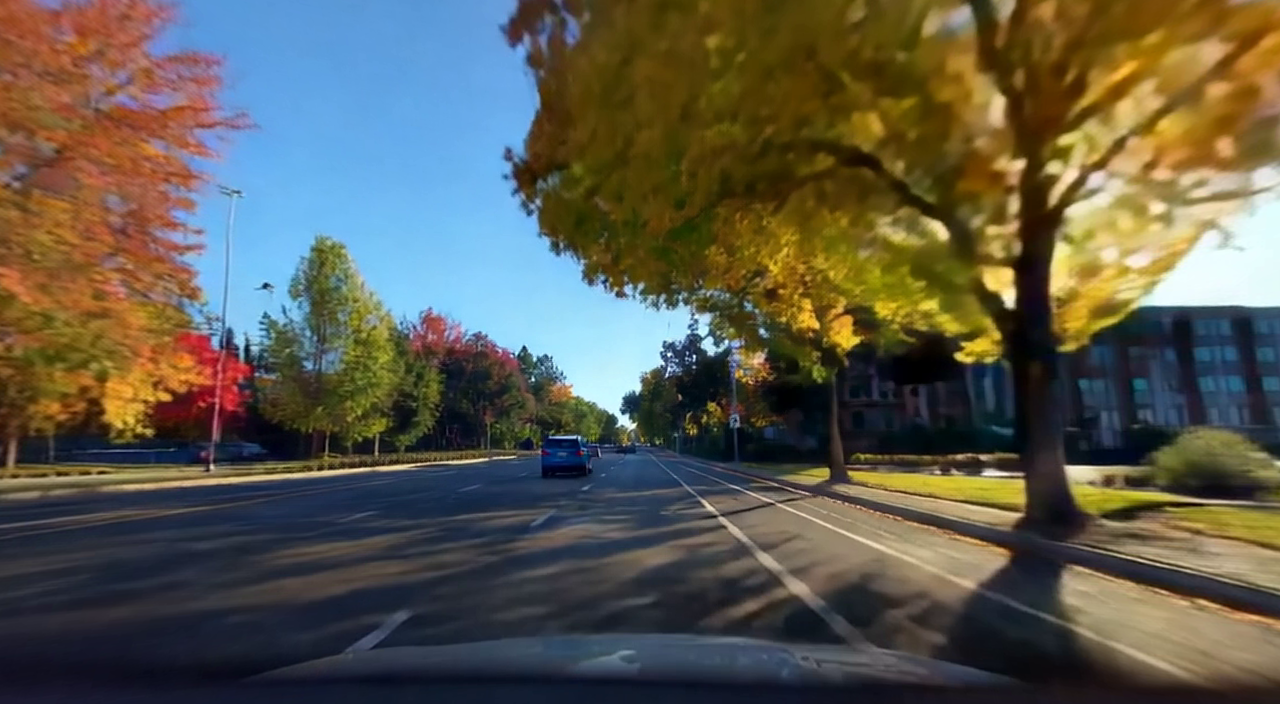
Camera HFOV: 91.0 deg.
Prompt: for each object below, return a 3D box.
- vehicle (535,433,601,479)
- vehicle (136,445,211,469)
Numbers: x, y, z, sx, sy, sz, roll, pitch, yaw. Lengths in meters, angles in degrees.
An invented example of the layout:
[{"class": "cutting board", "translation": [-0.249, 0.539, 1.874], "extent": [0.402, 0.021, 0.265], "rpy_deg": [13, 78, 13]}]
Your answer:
[{"class": "vehicle", "translation": [-2.994, 4.458, 27.077], "extent": [2.112, 1.779, 4.489], "rpy_deg": [0, -9, 2]}, {"class": "vehicle", "translation": [-33.539, 7.548, 45.345], "extent": [3.856, 1.655, 1.842], "rpy_deg": [1, -9, -3]}]
